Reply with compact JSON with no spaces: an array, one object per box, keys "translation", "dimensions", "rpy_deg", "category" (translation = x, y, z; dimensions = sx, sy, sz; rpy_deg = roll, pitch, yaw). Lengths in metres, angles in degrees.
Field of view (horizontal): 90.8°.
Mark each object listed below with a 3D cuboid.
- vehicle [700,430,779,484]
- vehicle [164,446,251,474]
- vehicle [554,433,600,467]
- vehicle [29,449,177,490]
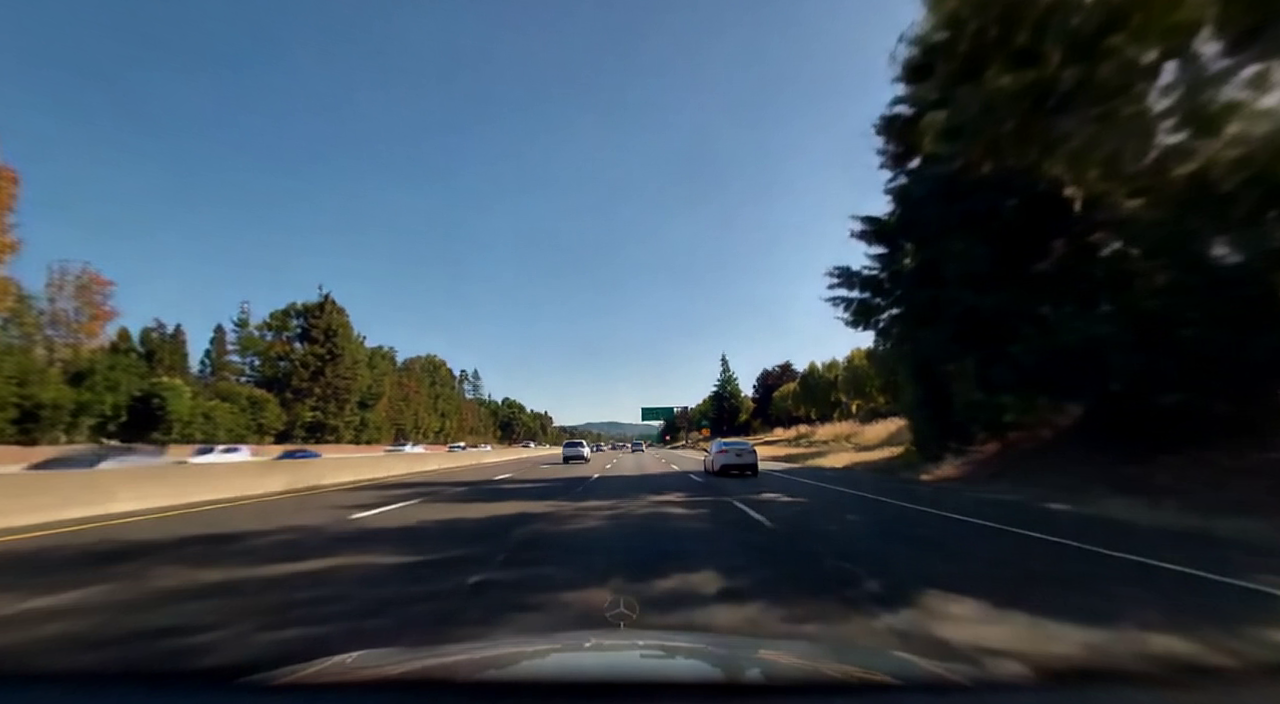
[{"translation":[3.376,3.689,22.347],"dimensions":[2.053,1.714,4.097],"rpy_deg":[0,-9,-1],"category":"vehicle"},{"translation":[-25.020,6.242,36.812],"dimensions":[1.891,1.540,4.593],"rpy_deg":[0,-9,-1],"category":"vehicle"},{"translation":[-3.523,5.602,36.103],"dimensions":[2.173,1.793,4.564],"rpy_deg":[0,-9,0],"category":"vehicle"},{"translation":[-21.178,4.607,25.240],"dimensions":[1.951,1.473,4.542],"rpy_deg":[0,-9,-1],"category":"vehicle"}]
